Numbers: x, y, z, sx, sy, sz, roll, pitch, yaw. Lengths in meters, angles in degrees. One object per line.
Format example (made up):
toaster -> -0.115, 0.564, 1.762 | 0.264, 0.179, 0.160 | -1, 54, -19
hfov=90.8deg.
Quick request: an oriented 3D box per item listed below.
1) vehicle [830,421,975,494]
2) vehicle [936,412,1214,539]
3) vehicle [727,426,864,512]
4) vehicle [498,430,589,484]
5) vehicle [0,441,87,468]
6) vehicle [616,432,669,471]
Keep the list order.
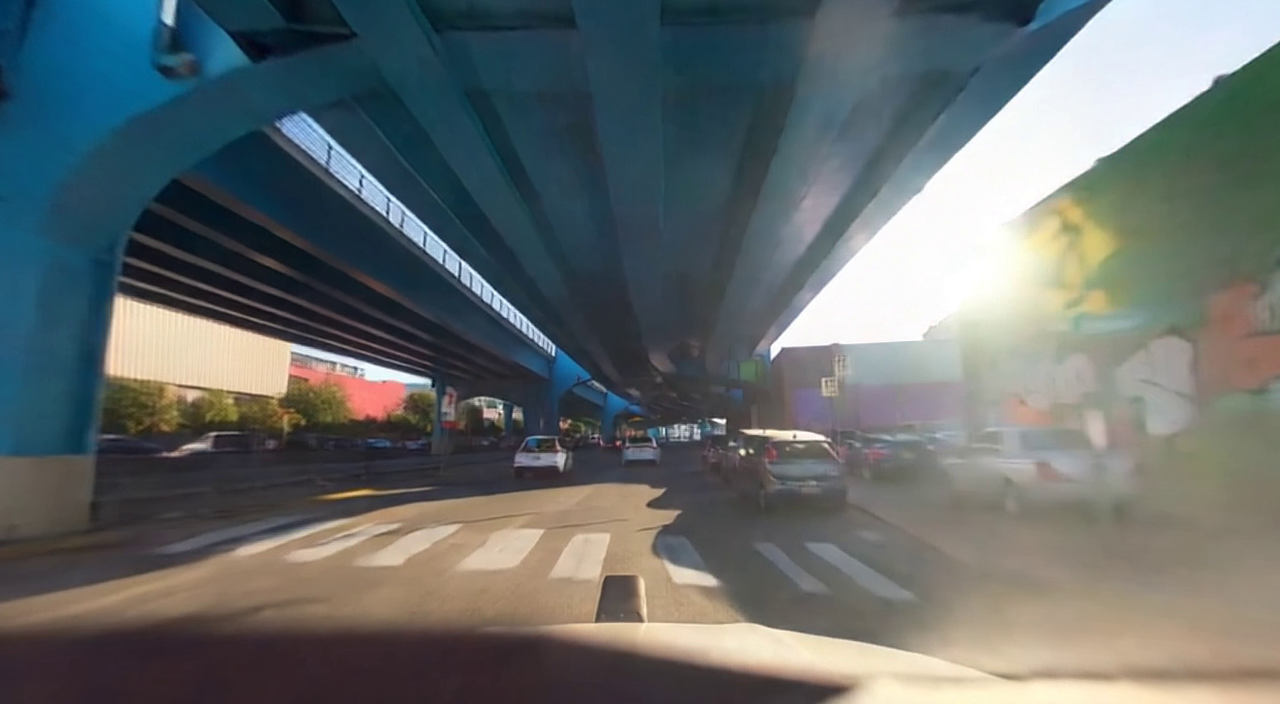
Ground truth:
vehicle -> 7.657, 3.118, 19.111 | 2.175, 1.909, 4.953 | 0, -8, -1
vehicle -> 7.583, 2.121, 11.742 | 2.275, 1.834, 4.294 | 1, -7, 3
vehicle -> 3.204, 2.453, 13.916 | 1.983, 1.589, 4.010 | 0, -7, 0
vehicle -> -2.925, 3.298, 20.230 | 2.024, 1.533, 4.549 | 0, -8, 2
vehicle -> -32.812, 5.580, 34.545 | 3.461, 1.385, 1.552 | 4, -9, -24
vehicle -> 0.141, 4.273, 27.368 | 2.155, 1.571, 3.734 | 0, -8, 1
